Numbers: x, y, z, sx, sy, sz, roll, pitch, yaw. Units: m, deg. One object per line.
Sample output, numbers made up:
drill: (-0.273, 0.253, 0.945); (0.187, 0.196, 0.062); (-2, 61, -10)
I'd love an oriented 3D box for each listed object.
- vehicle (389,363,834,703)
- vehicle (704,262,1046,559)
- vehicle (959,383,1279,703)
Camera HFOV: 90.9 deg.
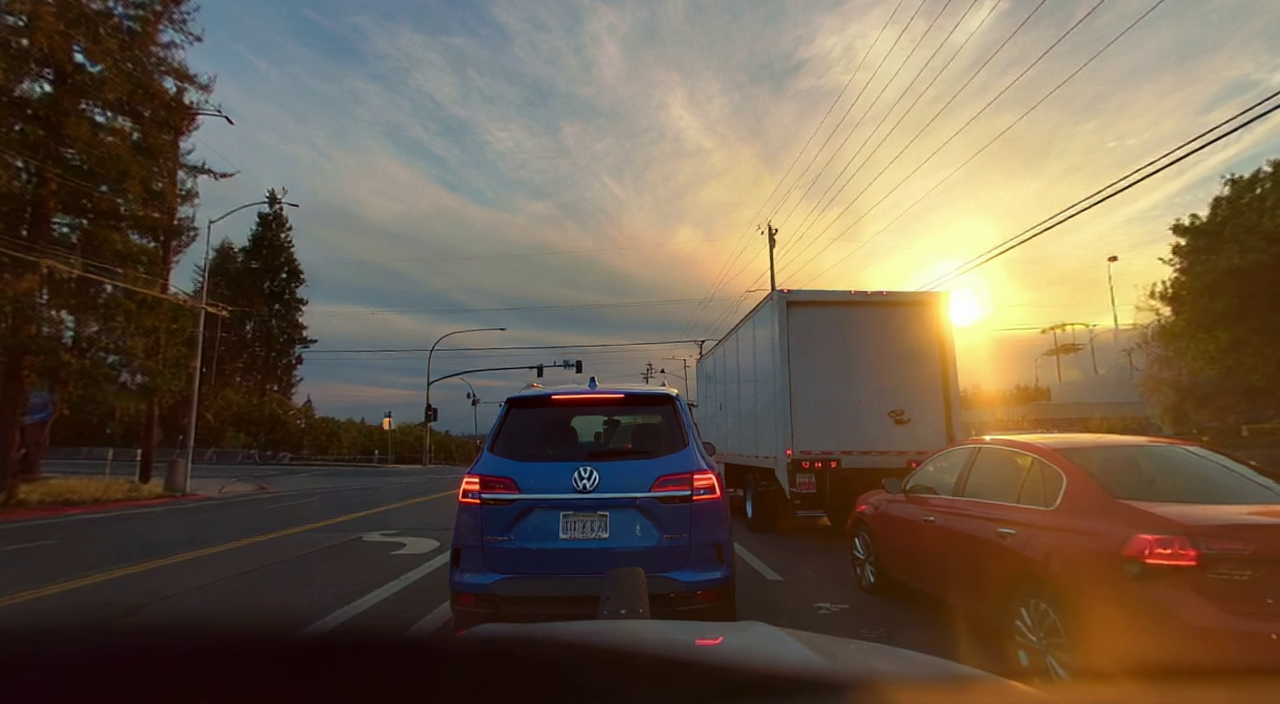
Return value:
vehicle: (-0.138, 1.225, 5.198); (2.114, 1.732, 4.230); (0, -8, 0)
vehicle: (3.215, 1.279, 11.967); (2.915, 3.559, 8.848); (0, -8, -1)
vehicle: (2.826, 0.745, 1.197); (1.971, 1.484, 4.728); (0, -8, 0)
